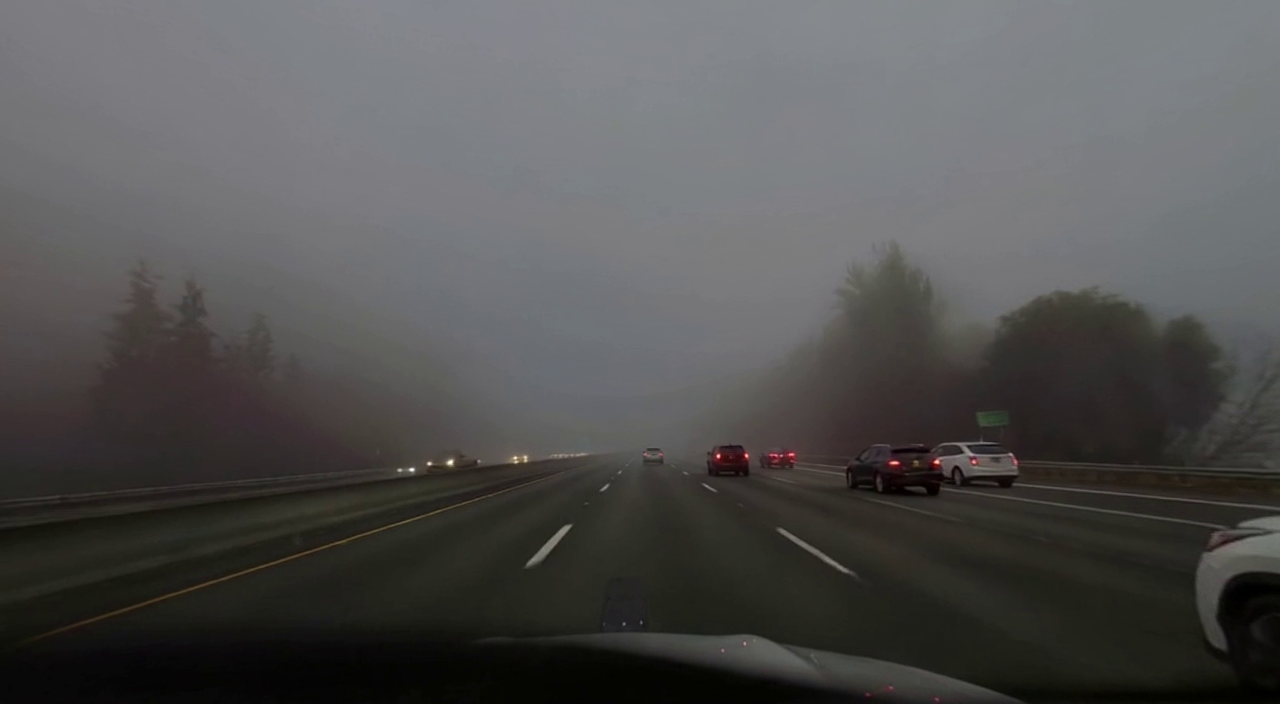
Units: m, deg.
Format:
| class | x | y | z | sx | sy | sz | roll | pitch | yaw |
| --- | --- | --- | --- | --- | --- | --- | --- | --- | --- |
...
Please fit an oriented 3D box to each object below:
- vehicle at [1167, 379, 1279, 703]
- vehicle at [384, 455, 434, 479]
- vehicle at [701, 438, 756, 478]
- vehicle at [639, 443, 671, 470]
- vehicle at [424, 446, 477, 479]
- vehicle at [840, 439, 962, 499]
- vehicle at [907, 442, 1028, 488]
| class | x | y | z | sx | sy | sz | roll | pitch | yaw |
| --- | --- | --- | --- | --- | --- | --- | --- | --- | --- |
| vehicle | 3.827 | 0.681 | 1.122 | 1.989 | 1.609 | 4.355 | 0 | -8 | 0 |
| vehicle | -17.052 | 8.494 | 46.783 | 1.937 | 1.606 | 4.683 | -1 | -8 | 1 |
| vehicle | 4.400 | 5.342 | 32.077 | 2.075 | 1.845 | 4.667 | 0 | -8 | -1 |
| vehicle | 1.048 | 7.445 | 45.219 | 2.145 | 1.832 | 4.004 | 0 | -8 | 0 |
| vehicle | -13.123 | 7.653 | 43.964 | 2.014 | 2.072 | 5.382 | 0 | -8 | 0 |
| vehicle | 7.620 | 3.417 | 18.961 | 1.807 | 1.558 | 4.352 | 0 | -8 | 0 |
| vehicle | 12.042 | 4.149 | 23.643 | 1.941 | 1.539 | 4.834 | 0 | -8 | 0 |
